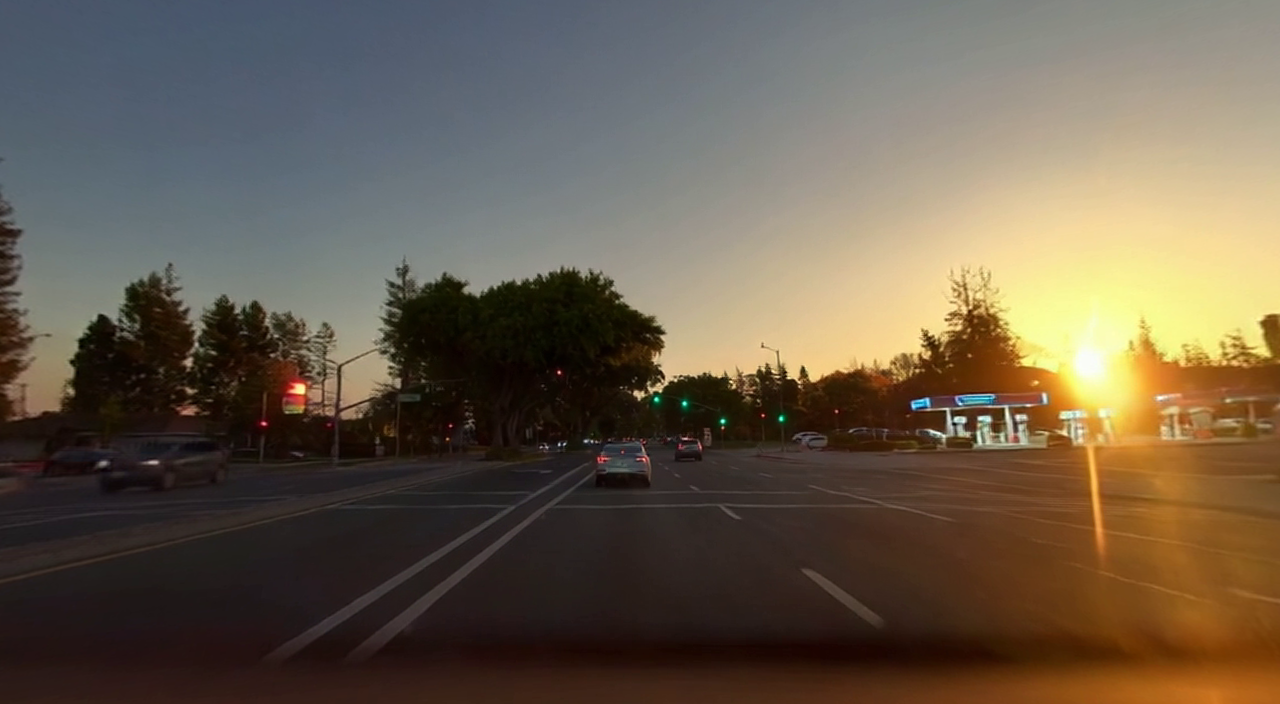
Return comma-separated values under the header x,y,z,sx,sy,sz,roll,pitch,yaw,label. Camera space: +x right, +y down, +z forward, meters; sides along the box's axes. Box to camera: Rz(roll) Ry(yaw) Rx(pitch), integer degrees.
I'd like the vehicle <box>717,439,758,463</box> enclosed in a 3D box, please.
x,y,z,sx,sy,sz,roll,pitch,yaw,label
6.292,6.460,41.229,1.890,1.489,4.396,0,-8,-1,vehicle

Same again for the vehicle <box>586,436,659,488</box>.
x,y,z,sx,sy,sz,roll,pitch,yaw,label
-0.509,3.370,19.644,2.040,1.451,3.736,0,-8,0,vehicle

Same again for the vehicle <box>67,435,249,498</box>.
x,y,z,sx,sy,sz,roll,pitch,yaw,label
-17.198,4.096,23.116,2.224,2.000,5.743,0,-8,-1,vehicle
